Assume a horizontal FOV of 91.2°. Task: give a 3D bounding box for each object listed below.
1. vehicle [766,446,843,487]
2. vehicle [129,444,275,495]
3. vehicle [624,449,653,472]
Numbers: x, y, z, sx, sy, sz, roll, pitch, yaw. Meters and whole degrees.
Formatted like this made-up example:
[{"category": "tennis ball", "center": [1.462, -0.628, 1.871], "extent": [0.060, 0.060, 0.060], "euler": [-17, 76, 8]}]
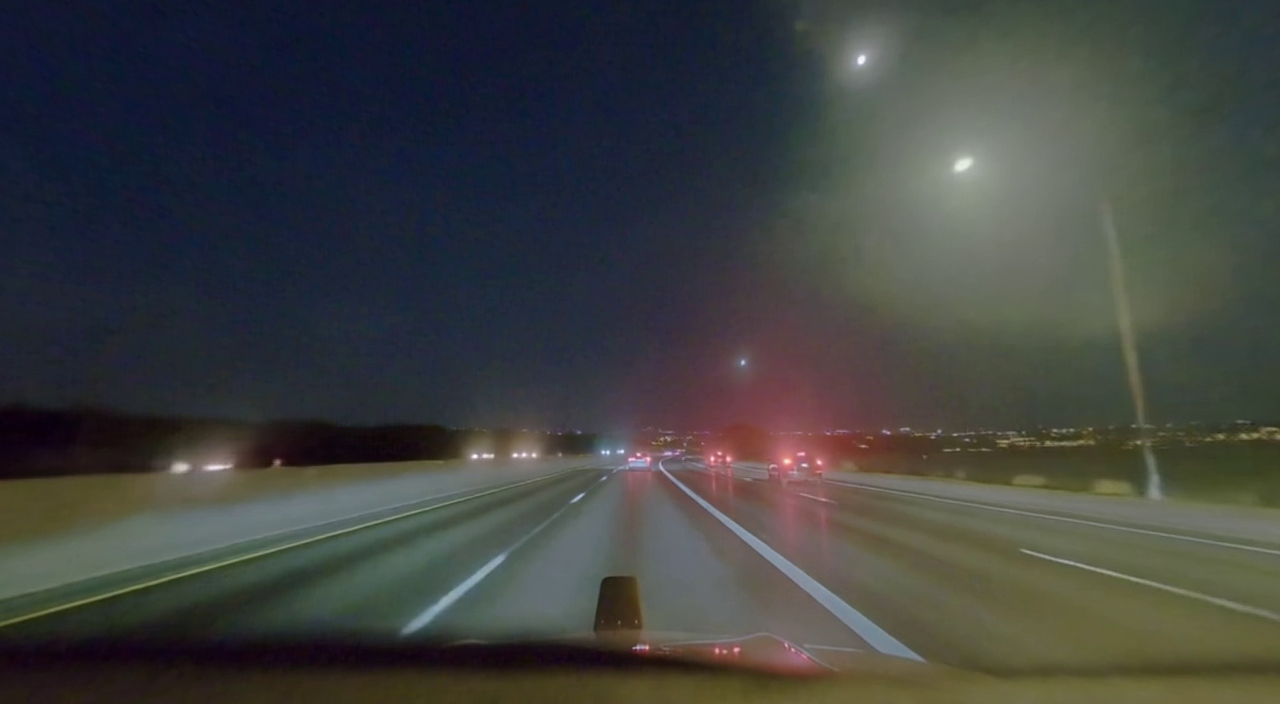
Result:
[{"category": "vehicle", "center": [6.864, 4.817, 26.694], "extent": [2.008, 1.533, 4.592], "euler": [0, -9, -1]}, {"category": "vehicle", "center": [-15.656, 4.202, 22.806], "extent": [1.935, 1.622, 4.608], "euler": [-1, -9, 1]}, {"category": "vehicle", "center": [-0.103, 7.840, 45.396], "extent": [2.025, 1.526, 4.181], "euler": [0, -9, 0]}]
